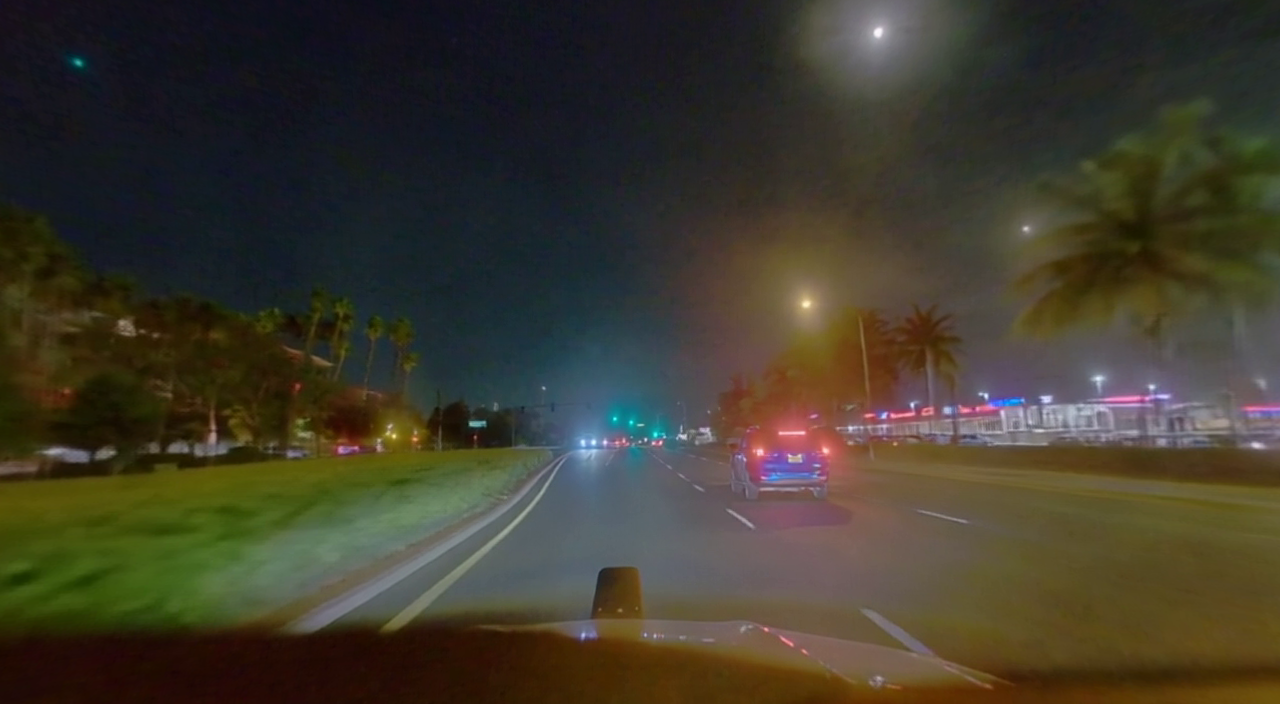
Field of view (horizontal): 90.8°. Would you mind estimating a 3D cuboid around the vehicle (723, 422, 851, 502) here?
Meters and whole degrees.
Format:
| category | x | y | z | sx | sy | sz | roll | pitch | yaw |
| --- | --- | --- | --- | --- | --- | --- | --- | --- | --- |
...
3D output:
| category | x | y | z | sx | sy | sz | roll | pitch | yaw |
| --- | --- | --- | --- | --- | --- | --- | --- | --- | --- |
| vehicle | 3.425 | 2.676 | 15.663 | 2.072 | 1.696 | 4.177 | 0 | -9 | -1 |
